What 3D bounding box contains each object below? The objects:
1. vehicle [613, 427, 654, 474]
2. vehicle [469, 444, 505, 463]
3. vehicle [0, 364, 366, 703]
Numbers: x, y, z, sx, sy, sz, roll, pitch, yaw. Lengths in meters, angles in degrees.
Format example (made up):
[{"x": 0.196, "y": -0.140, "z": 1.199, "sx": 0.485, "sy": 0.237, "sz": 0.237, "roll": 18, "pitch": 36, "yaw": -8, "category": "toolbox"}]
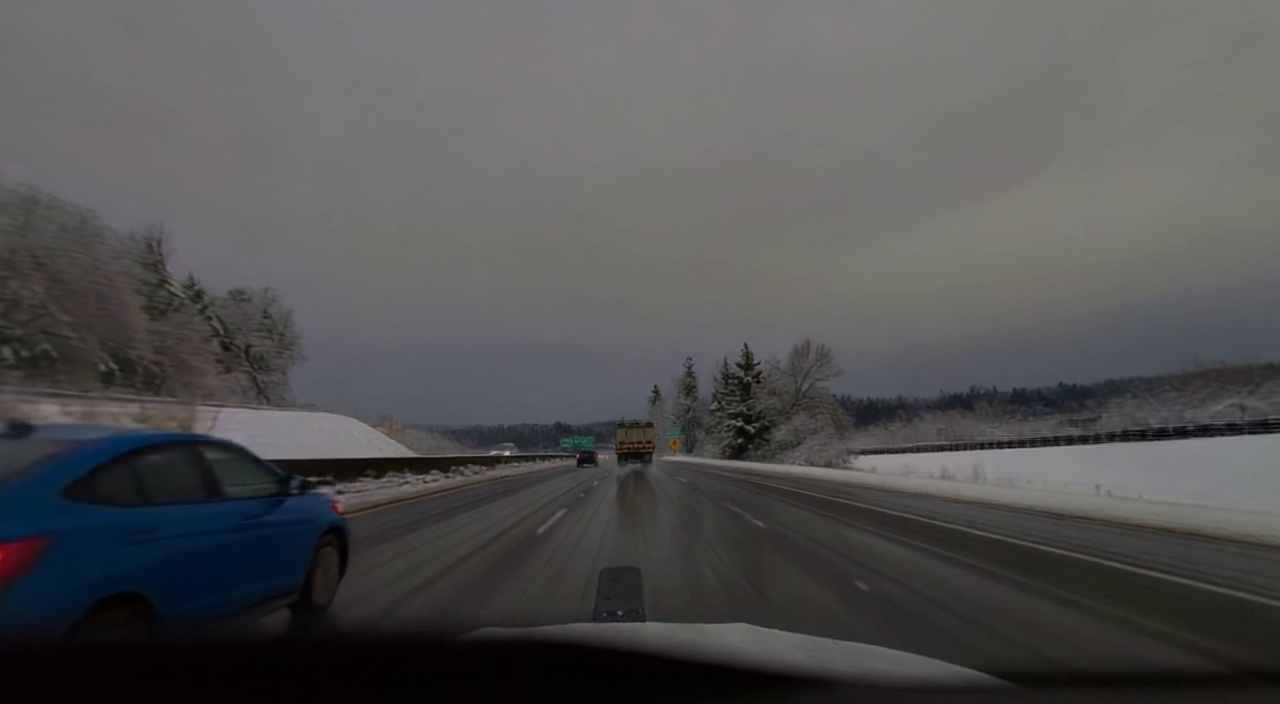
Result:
[{"x": -0.506, "y": 6.971, "z": 44.787, "sx": 2.672, "sy": 3.056, "sz": 6.900, "roll": 0, "pitch": -9, "yaw": -1, "category": "vehicle"}, {"x": -11.911, "y": 7.948, "z": 49.350, "sx": 1.767, "sy": 1.452, "sz": 3.615, "roll": -1, "pitch": -9, "yaw": 3, "category": "vehicle"}, {"x": -3.299, "y": 0.996, "z": 2.994, "sx": 2.088, "sy": 1.643, "sz": 4.215, "roll": 0, "pitch": -9, "yaw": 0, "category": "vehicle"}]
